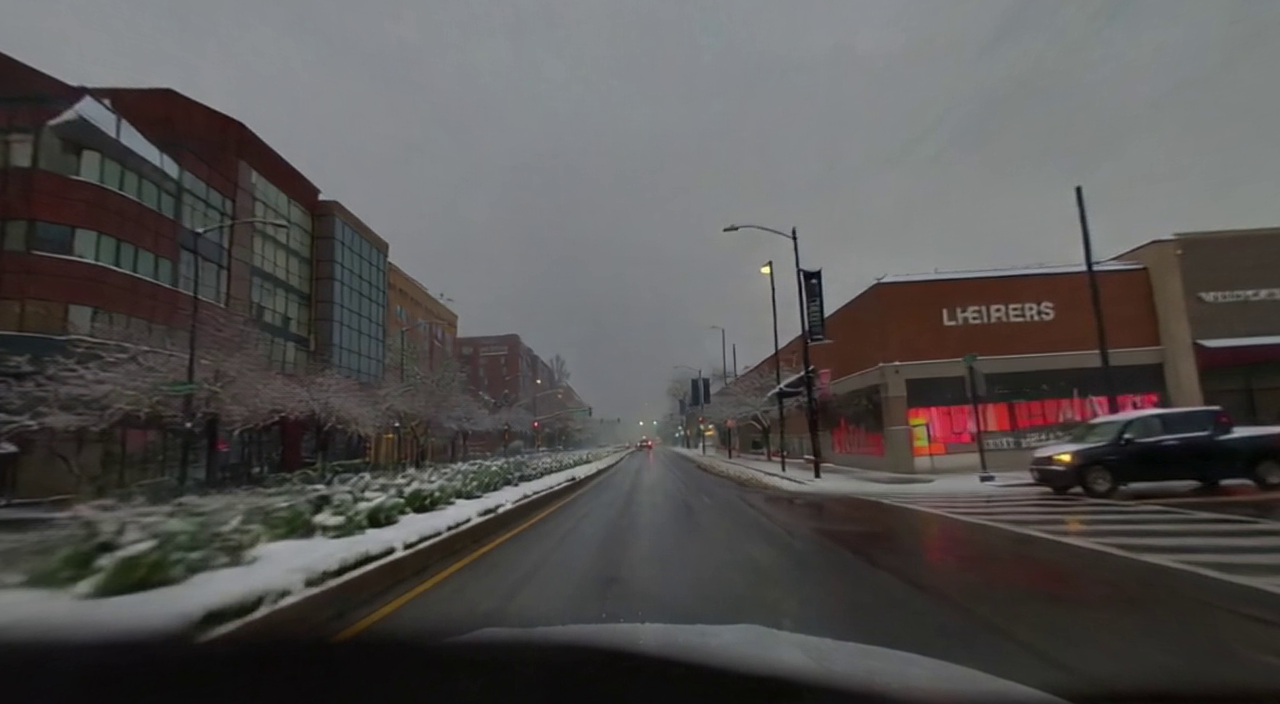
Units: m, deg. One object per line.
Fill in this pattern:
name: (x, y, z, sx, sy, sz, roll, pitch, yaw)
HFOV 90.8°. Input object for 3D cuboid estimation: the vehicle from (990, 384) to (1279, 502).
vehicle: (9.201, 1.602, 11.171, 4.694, 1.826, 2.226, -2, -8, 11)
